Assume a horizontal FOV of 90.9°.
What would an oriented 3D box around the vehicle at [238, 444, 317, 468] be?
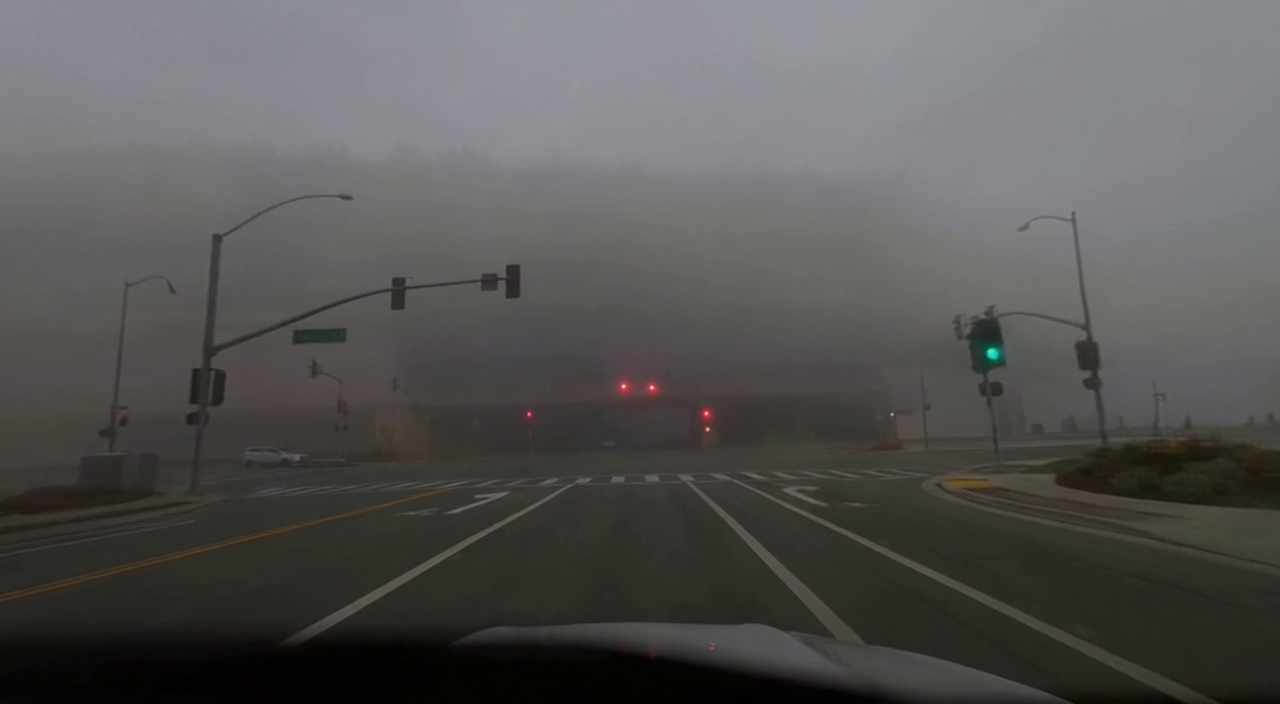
[{"bbox_3d":[-25.030,7.156,43.579,4.332,1.573,1.900,0,-8,3],"label":"vehicle"}]
